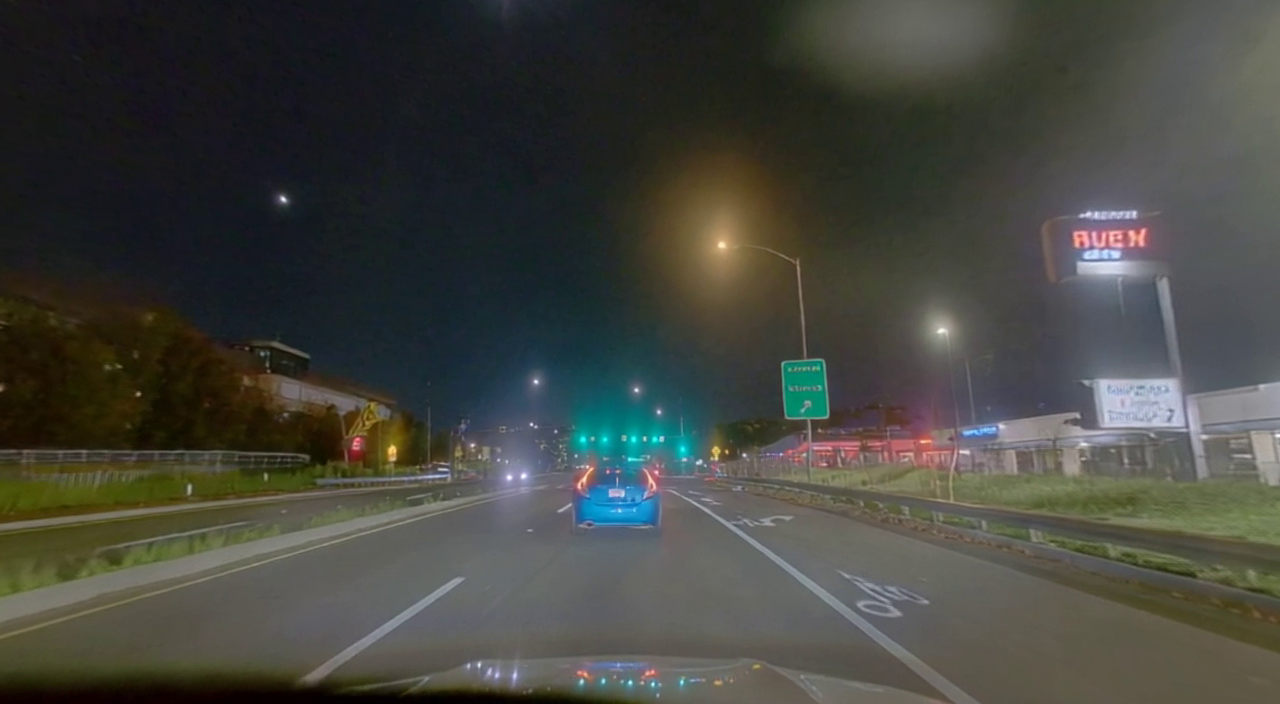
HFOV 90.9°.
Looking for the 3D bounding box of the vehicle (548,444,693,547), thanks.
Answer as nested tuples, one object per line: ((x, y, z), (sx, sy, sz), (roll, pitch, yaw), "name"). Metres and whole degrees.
((-0.289, 2.350, 10.986), (2.063, 1.442, 3.933), (0, -9, 0), "vehicle")
